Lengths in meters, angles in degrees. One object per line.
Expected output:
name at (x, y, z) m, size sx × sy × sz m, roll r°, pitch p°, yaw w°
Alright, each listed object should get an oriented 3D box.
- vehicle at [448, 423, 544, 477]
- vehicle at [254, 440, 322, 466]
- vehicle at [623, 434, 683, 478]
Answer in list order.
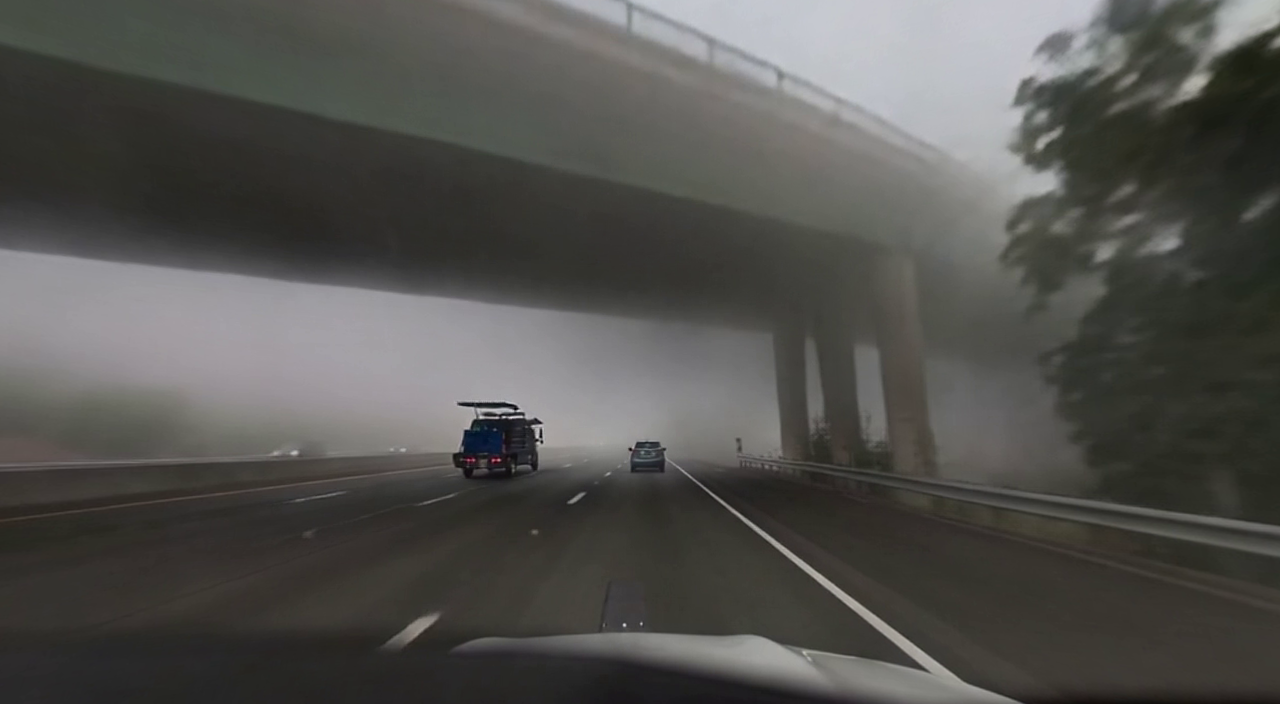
vehicle at (-6.540, 4.599, 29.873) m, size 2.827 × 2.236 × 7.057 m, roll 0°, pitch -8°, yaw 1°
vehicle at (-24.245, 6.965, 43.647) m, size 2.098 × 1.623 × 4.448 m, roll -1°, pitch -8°, yaw 1°
vehicle at (0.517, 4.406, 27.045) m, size 2.336 × 1.722 × 4.212 m, roll 0°, pitch -8°, yaw 0°
